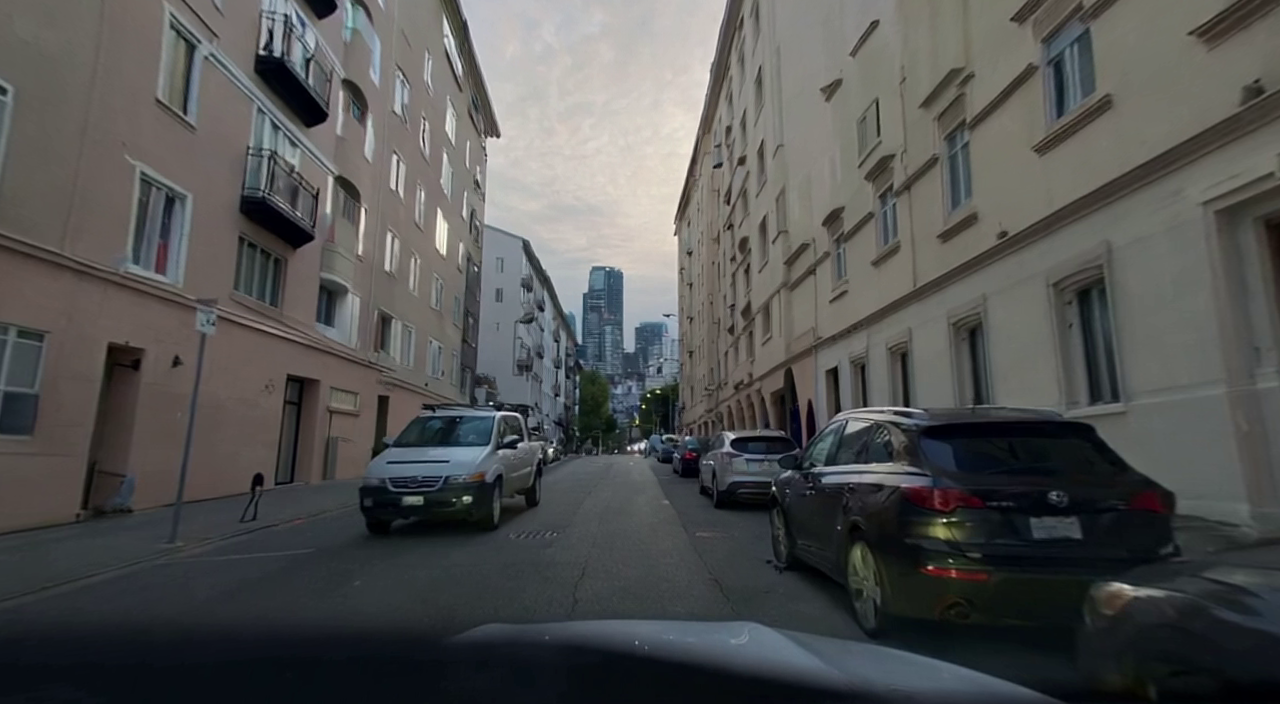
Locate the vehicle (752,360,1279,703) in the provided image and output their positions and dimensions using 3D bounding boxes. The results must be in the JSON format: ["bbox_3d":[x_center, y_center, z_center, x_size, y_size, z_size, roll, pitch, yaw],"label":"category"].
[{"bbox_3d":[2.222,1.165,5.067,1.897,1.717,4.028,0,-8,0],"label":"vehicle"}]

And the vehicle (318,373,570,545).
[{"bbox_3d":[-2.733,1.685,10.553,2.195,2.103,5.420,-1,-8,3],"label":"vehicle"}]
